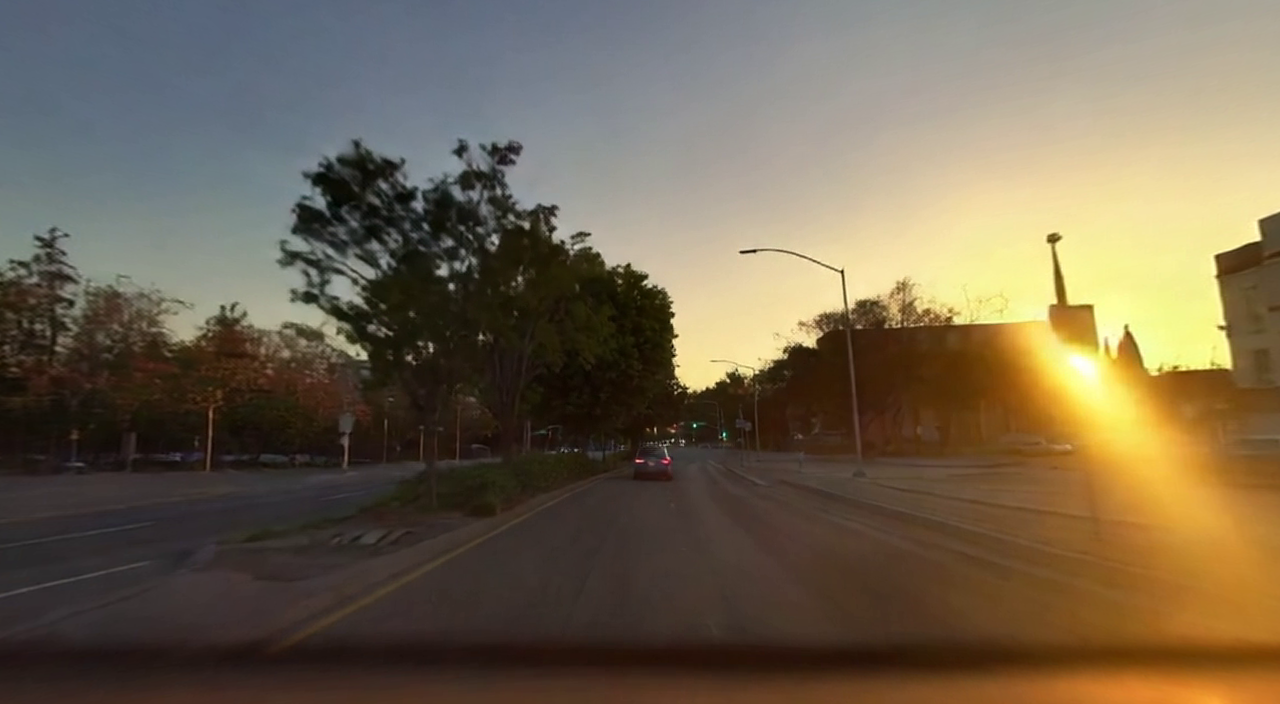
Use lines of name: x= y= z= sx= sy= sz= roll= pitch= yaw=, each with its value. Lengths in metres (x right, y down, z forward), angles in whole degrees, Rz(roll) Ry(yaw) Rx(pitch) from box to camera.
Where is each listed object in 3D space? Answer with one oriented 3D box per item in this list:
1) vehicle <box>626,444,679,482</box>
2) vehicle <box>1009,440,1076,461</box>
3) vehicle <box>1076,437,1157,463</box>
vehicle: x=0.578 y=4.808 z=27.567 sx=2.133 sy=1.481 sz=4.276 roll=0 pitch=-9 yaw=2
vehicle: x=29.489 y=7.280 z=46.430 sx=1.839 sy=1.470 sz=4.548 roll=0 pitch=-9 yaw=-1
vehicle: x=34.520 y=7.060 z=45.953 sx=1.984 sy=1.750 sz=4.798 roll=0 pitch=-8 yaw=-2
